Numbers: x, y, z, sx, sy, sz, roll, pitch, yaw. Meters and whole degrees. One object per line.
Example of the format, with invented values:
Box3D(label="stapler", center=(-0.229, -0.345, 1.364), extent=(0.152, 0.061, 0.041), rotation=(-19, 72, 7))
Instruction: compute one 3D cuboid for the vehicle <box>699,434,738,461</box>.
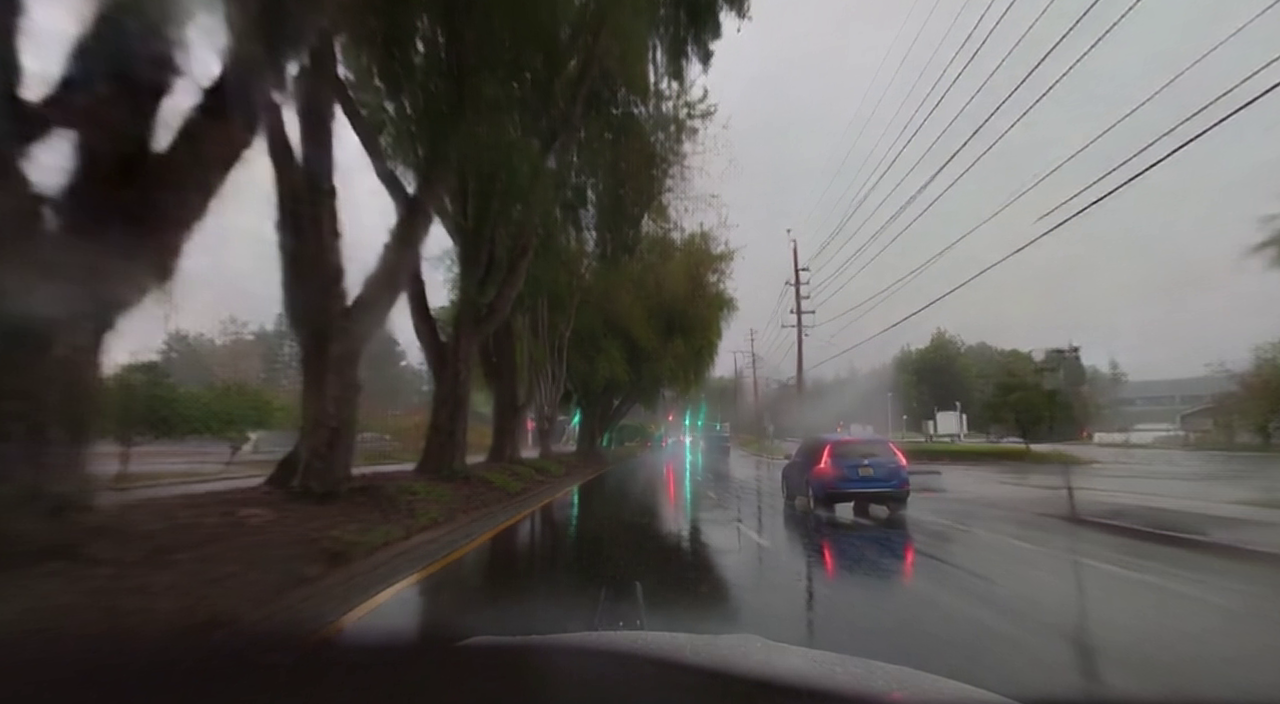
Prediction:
Box3D(label="vehicle", center=(5.555, 6.856, 45.438), extent=(2.254, 1.840, 4.918), rotation=(-1, -9, 1))

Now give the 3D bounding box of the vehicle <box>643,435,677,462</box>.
Box3D(label="vehicle", center=(1.420, 6.622, 43.451), extent=(2.163, 1.746, 4.073), rotation=(-1, -9, 4))

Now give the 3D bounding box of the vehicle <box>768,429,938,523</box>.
Box3D(label="vehicle", center=(3.939, 2.358, 12.563), extent=(1.881, 1.512, 4.294), rotation=(-1, -9, 0))
